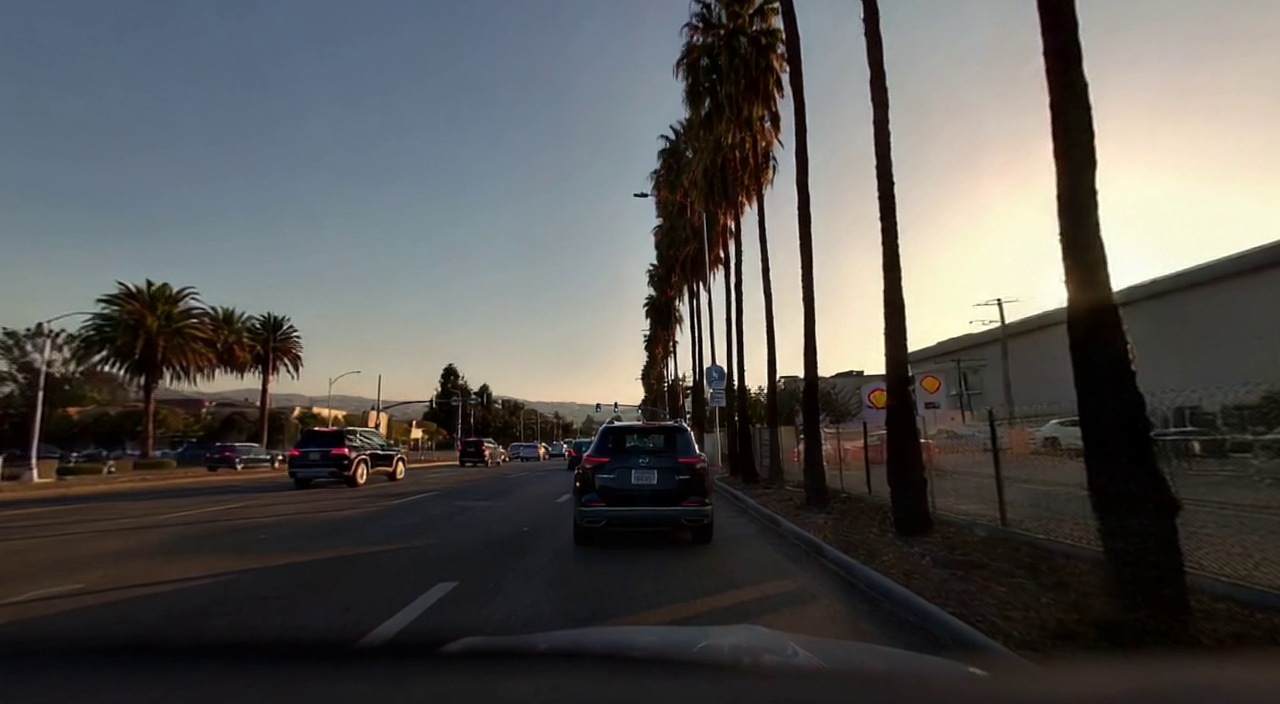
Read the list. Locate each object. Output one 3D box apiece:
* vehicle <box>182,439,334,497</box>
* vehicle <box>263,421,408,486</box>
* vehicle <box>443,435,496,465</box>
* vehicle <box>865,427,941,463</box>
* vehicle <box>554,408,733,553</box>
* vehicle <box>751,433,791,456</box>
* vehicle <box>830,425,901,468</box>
[{"bbox_3d":[-10.079,3.065,16.904,1.924,1.384,3.426,0,-8,0],"label":"vehicle"},{"bbox_3d":[-10.073,3.427,21.412,2.269,1.934,5.350,0,-8,-1],"label":"vehicle"},{"bbox_3d":[-10.526,6.073,39.060,1.965,1.743,4.327,0,-9,1],"label":"vehicle"},{"bbox_3d":[12.074,4.308,29.065,1.681,1.503,3.781,1,-9,-3],"label":"vehicle"},{"bbox_3d":[0.060,1.820,9.480,2.121,1.710,3.893,0,-8,1],"label":"vehicle"},{"bbox_3d":[9.158,6.489,44.093,1.929,1.496,4.245,0,-8,1],"label":"vehicle"},{"bbox_3d":[8.280,3.433,22.874,1.837,1.416,3.947,-4,-10,27],"label":"vehicle"}]
